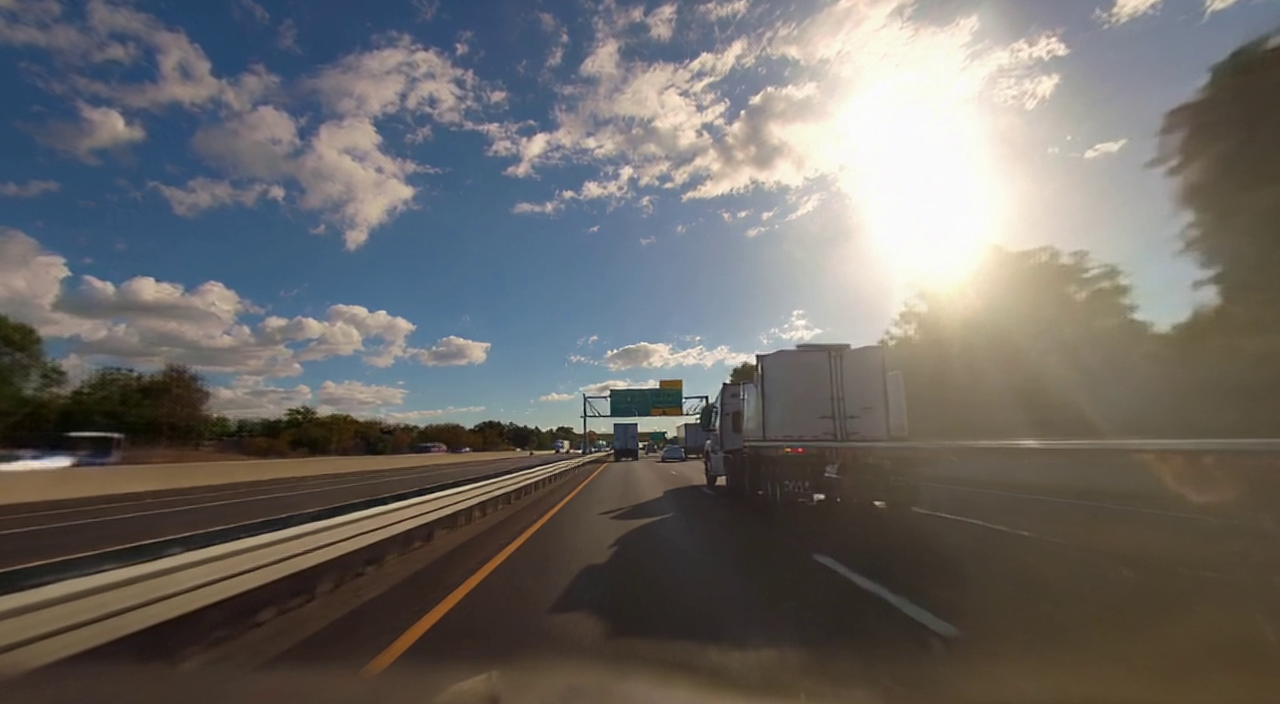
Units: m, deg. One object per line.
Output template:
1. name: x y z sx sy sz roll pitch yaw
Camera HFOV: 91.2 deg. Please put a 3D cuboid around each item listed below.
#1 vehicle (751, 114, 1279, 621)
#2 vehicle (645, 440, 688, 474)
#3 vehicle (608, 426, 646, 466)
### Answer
1. vehicle: 3.891 0.639 9.222 2.816 4.086 8.486 0 -9 -1
2. vehicle: 1.499 5.593 33.531 2.127 1.642 3.899 -1 -9 5
3. vehicle: -0.889 7.052 46.896 2.506 2.743 6.093 0 -9 2
